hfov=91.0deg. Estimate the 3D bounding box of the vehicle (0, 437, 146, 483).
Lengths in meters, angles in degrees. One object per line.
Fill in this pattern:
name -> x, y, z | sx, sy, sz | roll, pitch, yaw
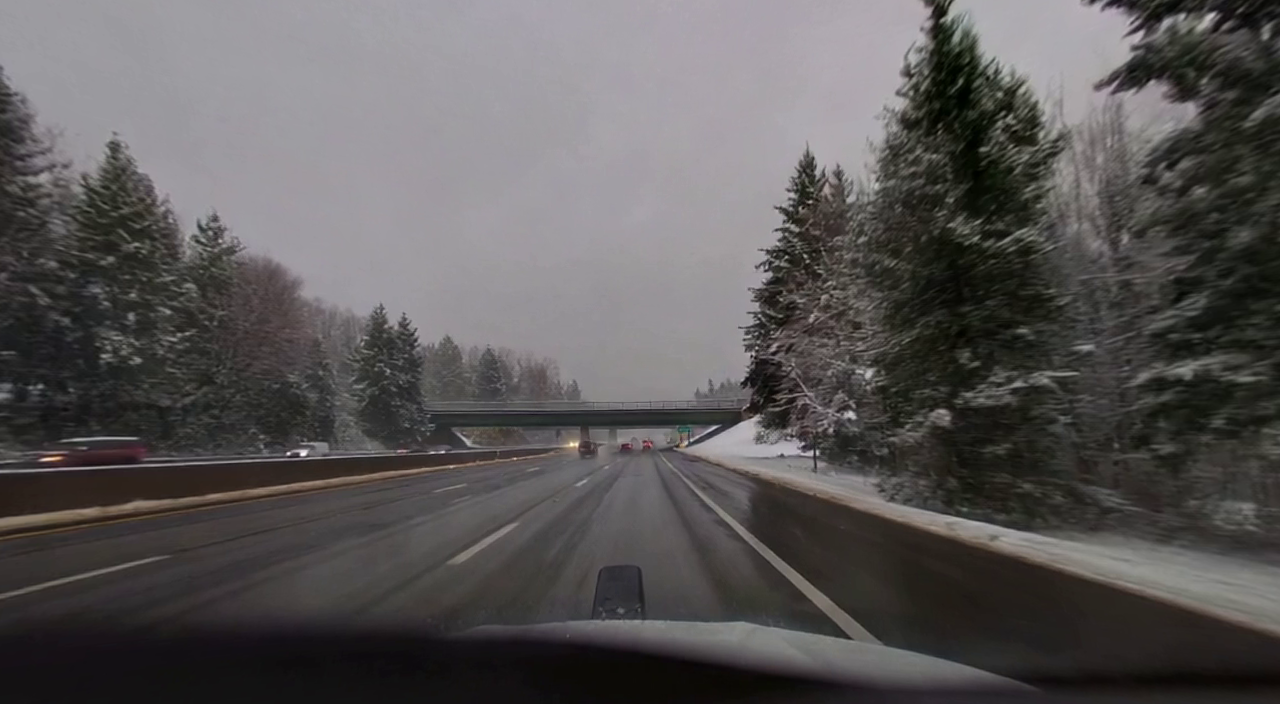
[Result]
vehicle -> -32.028, 6.027, 35.504 | 2.710, 2.314, 6.710 | 0, -9, 2
